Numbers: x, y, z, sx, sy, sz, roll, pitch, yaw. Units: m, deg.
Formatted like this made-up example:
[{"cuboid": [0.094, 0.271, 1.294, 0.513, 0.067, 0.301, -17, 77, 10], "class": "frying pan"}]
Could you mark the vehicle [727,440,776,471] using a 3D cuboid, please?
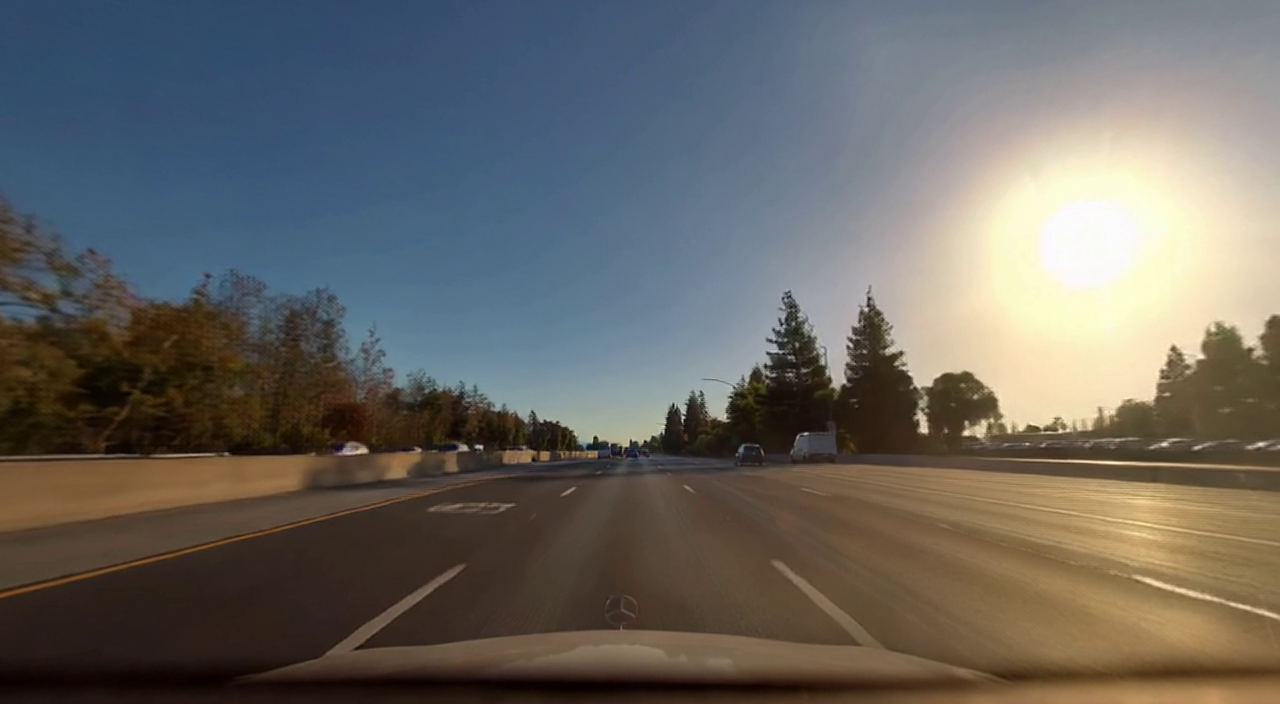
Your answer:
[{"cuboid": [6.566, 6.140, 37.549, 2.081, 1.705, 3.926, 0, -9, -1], "class": "vehicle"}]

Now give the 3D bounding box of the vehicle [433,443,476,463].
[{"cuboid": [-14.508, 7.897, 49.588, 1.983, 1.483, 4.554, 0, -9, 0], "class": "vehicle"}]

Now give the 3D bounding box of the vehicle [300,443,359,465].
[{"cuboid": [-21.776, 7.182, 44.483, 1.876, 1.465, 4.509, 0, -9, 0], "class": "vehicle"}]
